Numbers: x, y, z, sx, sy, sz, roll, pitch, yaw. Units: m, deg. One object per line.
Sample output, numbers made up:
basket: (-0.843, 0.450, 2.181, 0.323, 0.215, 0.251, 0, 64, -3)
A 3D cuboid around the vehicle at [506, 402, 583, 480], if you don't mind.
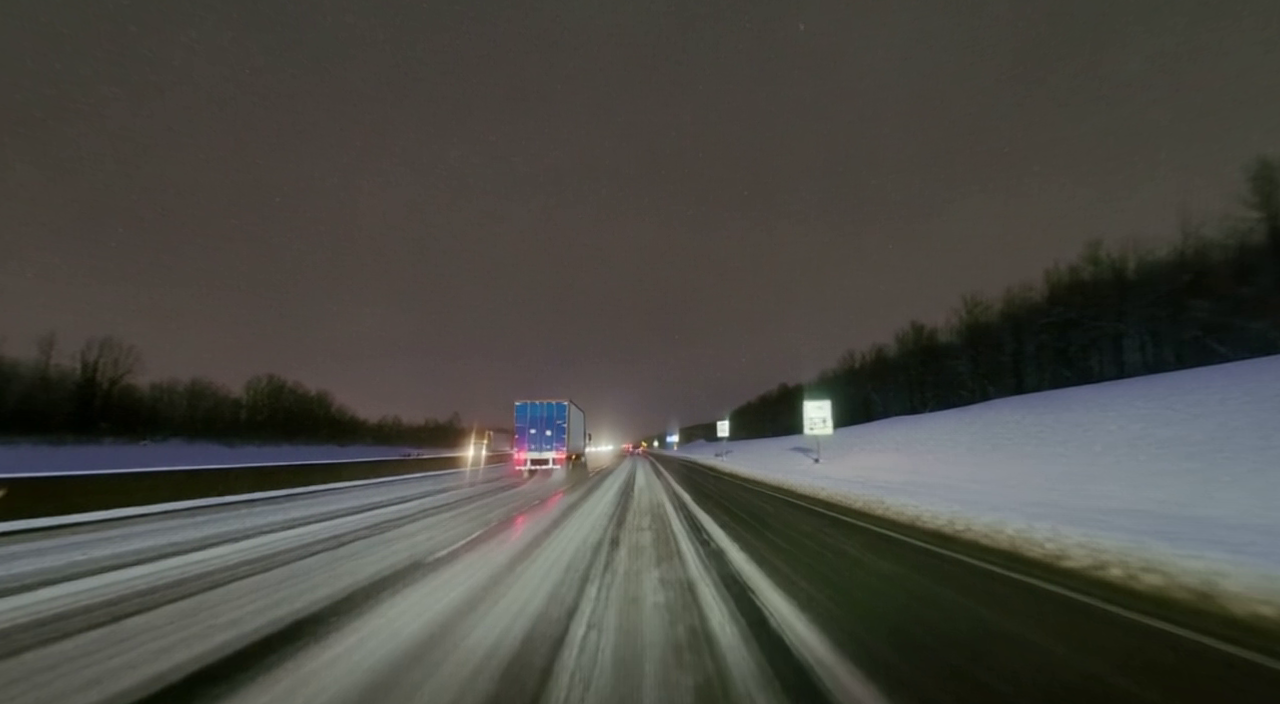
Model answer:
vehicle: (-4.571, 4.517, 31.856, 2.707, 3.461, 7.191, 0, -9, 0)
